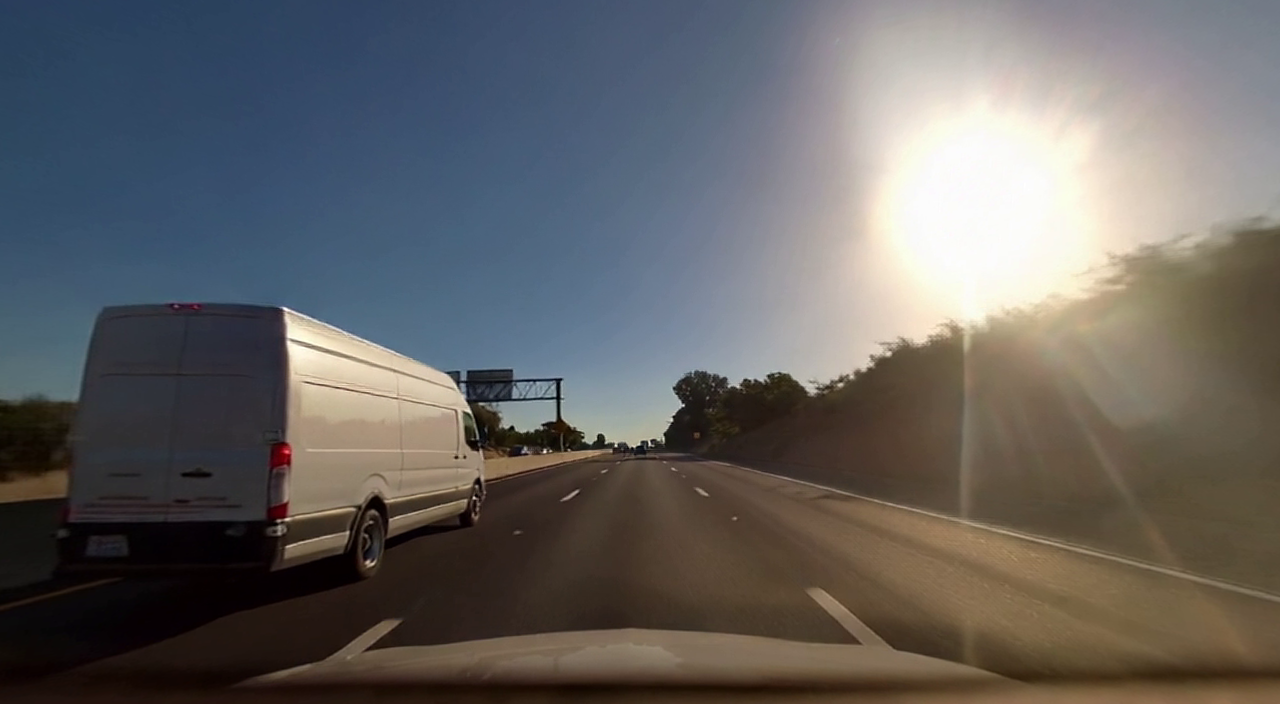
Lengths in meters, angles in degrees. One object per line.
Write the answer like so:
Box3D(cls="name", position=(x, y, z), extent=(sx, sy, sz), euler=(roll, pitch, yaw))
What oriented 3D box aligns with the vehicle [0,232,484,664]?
Box3D(cls="vehicle", position=(-3.861, 1.002, 7.131), extent=(2.443, 2.586, 6.701), euler=(0, -8, 0))
